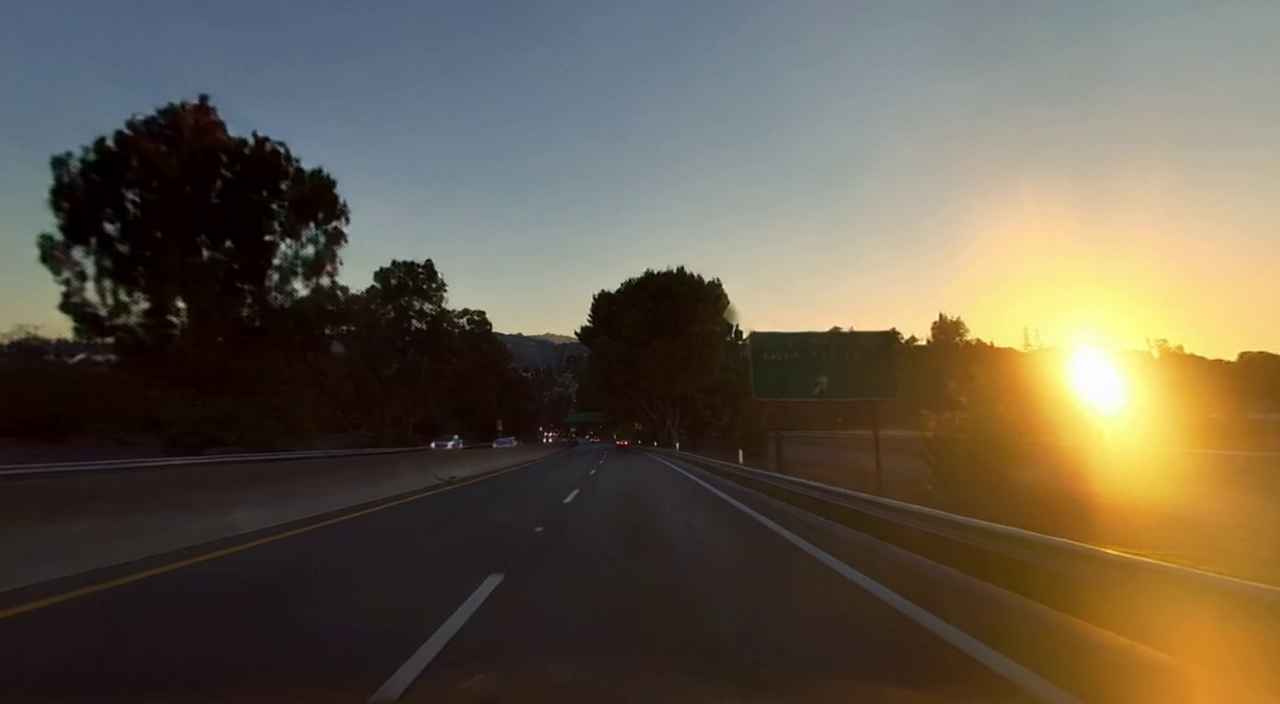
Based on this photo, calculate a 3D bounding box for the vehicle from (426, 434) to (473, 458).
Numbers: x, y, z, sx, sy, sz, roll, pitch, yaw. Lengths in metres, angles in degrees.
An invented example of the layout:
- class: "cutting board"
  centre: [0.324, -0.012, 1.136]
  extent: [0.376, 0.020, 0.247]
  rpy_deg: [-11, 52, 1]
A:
- class: "vehicle"
  centre: [-13.241, 6.497, 44.007]
  extent: [1.971, 1.581, 4.317]
  rpy_deg: [0, -8, -1]

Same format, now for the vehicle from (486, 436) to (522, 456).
- class: "vehicle"
  centre: [-10.404, 7.224, 48.585]
  extent: [1.911, 1.465, 3.948]
  rpy_deg: [0, -8, -1]
